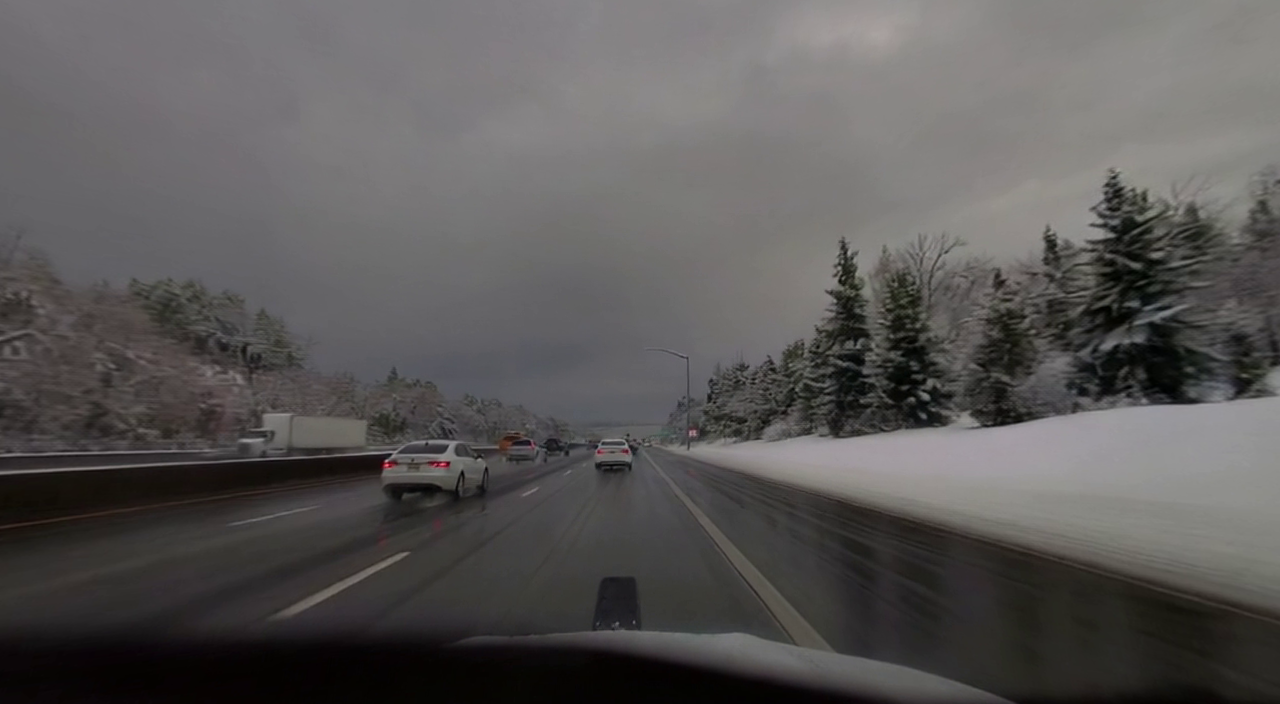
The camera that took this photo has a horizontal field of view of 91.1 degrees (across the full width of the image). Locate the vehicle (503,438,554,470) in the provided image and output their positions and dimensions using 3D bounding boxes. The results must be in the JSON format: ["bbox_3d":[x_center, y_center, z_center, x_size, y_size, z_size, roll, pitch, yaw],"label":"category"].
[{"bbox_3d":[-5.534,5.082,31.625,1.835,1.432,3.835,0,-8,0],"label":"vehicle"}]

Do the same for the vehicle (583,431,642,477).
[{"bbox_3d":[-1.057,4.028,25.228,2.178,1.658,3.916,0,-8,-1],"label":"vehicle"}]

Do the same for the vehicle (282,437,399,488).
[{"bbox_3d":[-9.501,3.498,20.332,1.850,1.439,3.932,0,-8,0],"label":"vehicle"}]

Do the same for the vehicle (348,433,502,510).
[{"bbox_3d":[-4.662,2.612,14.432,1.971,1.464,4.386,0,-8,0],"label":"vehicle"}]
